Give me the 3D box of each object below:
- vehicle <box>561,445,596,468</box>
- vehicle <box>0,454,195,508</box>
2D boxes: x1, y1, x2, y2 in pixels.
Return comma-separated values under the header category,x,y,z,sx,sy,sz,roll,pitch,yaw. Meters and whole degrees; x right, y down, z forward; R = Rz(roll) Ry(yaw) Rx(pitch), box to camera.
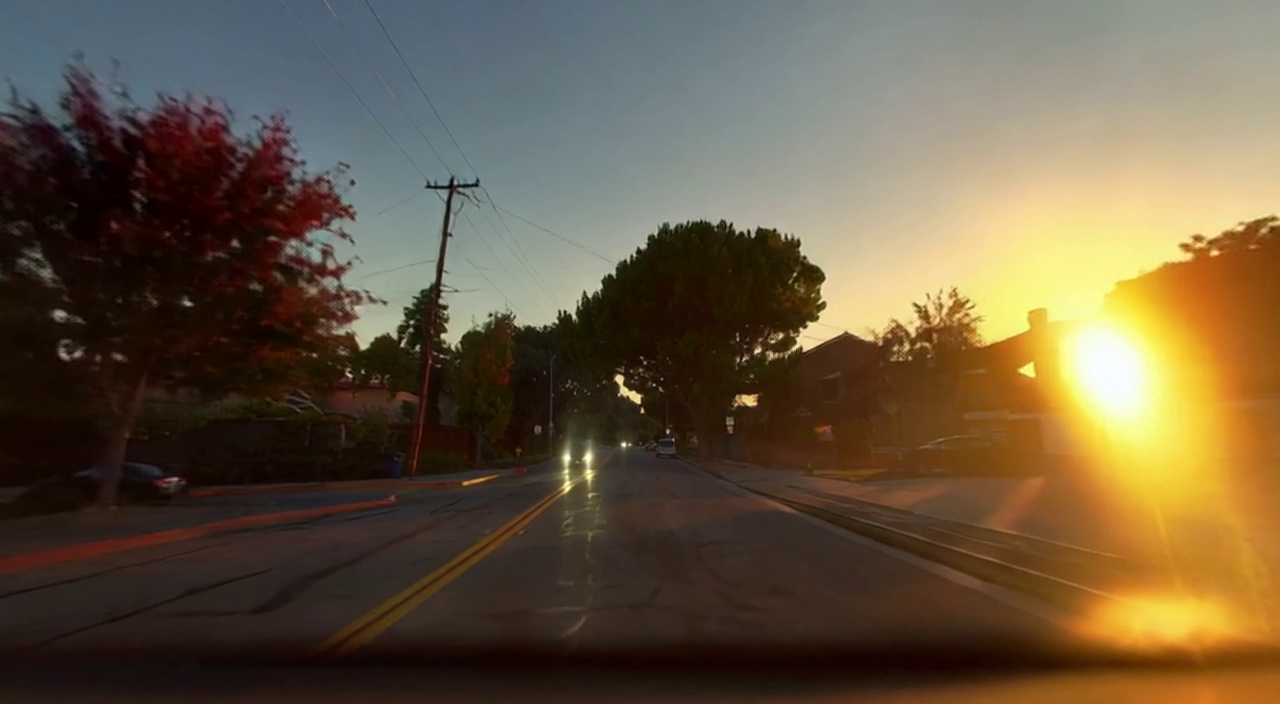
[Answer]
category,x,y,z,sx,sy,sz,roll,pitch,yaw
vehicle,-4.049,6.979,42.324,1.959,1.473,4.115,0,-9,0
vehicle,-18.575,4.383,21.663,4.874,1.675,2.197,0,-8,-1
